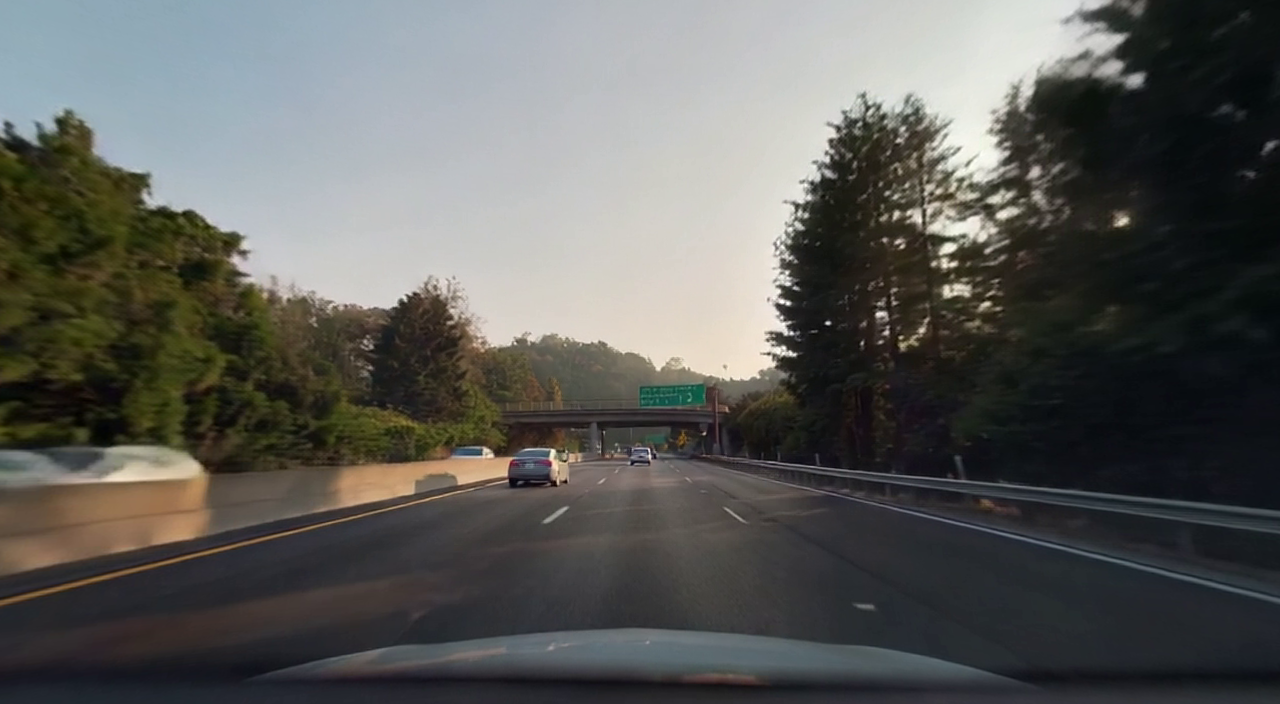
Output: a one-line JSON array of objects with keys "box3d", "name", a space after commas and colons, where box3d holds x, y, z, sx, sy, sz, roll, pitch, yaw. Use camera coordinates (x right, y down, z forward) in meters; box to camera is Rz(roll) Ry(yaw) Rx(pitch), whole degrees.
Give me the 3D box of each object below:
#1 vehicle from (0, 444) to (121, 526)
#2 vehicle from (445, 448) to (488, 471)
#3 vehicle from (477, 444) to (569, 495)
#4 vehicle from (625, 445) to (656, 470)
[{"box3d": [-13.443, 2.673, 12.824, 1.904, 1.580, 4.453, 0, -9, 0], "name": "vehicle"}, {"box3d": [-12.986, 8.053, 47.472, 1.927, 1.601, 4.480, 0, -9, 1], "name": "vehicle"}, {"box3d": [-3.776, 3.884, 21.275, 2.157, 1.483, 4.601, 0, -9, 1], "name": "vehicle"}, {"box3d": [0.029, 7.123, 42.752, 2.011, 1.590, 3.607, 0, -9, 0], "name": "vehicle"}]
